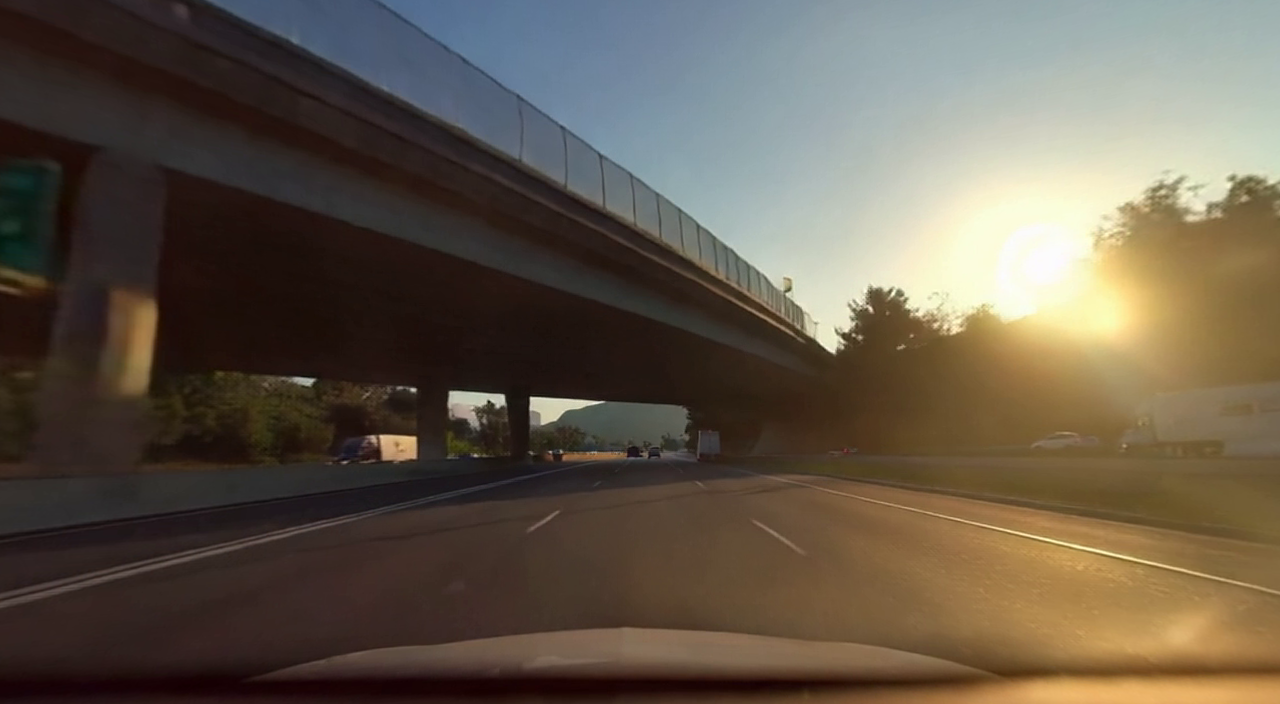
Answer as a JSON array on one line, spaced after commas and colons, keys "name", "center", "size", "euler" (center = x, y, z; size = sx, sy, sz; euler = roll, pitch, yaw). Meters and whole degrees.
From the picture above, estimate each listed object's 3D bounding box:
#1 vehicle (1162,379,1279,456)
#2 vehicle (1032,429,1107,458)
[{"name": "vehicle", "center": [35.368, 3.368, 32.771], "size": [2.876, 4.046, 13.881], "euler": [1, -9, -9]}, {"name": "vehicle", "center": [29.046, 6.243, 42.750], "size": [2.038, 1.823, 3.744], "euler": [1, -9, -9]}]
